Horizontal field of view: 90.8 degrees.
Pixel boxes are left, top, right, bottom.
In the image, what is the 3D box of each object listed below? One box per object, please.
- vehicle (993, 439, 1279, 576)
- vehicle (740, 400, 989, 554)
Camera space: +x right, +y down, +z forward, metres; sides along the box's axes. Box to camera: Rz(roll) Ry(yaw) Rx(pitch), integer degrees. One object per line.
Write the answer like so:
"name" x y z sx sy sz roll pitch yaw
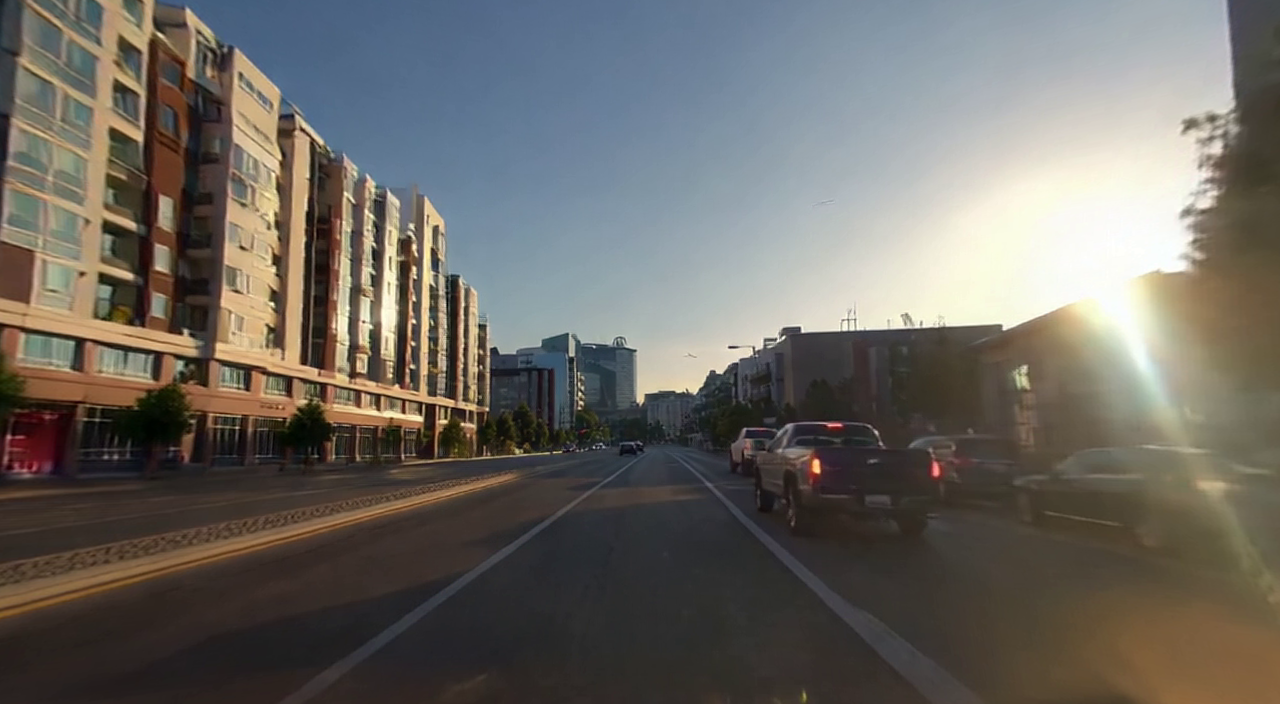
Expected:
"vehicle" 7.154 1.998 9.006 1.795 1.459 4.333 0 -8 1
"vehicle" 3.013 1.829 9.971 2.130 1.787 5.126 0 -8 1
